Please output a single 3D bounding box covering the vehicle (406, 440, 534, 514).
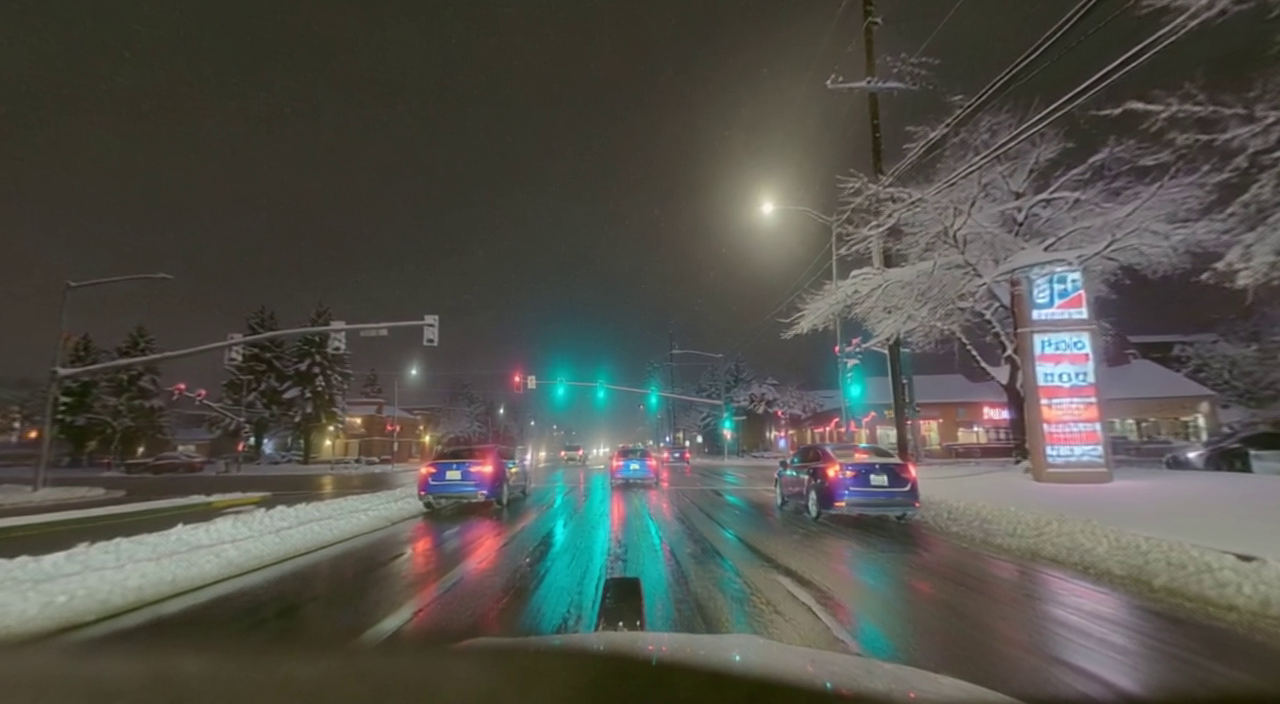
[{"bbox_3d":[-4.073,3.049,16.045,2.035,1.564,4.702,0,-8,-1],"label":"vehicle"}]

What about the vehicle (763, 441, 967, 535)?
[{"bbox_3d":[4.123,2.565,12.703,2.119,1.479,4.910,0,-8,-3],"label":"vehicle"}]

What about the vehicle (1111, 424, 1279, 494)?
[{"bbox_3d":[15.842,2.806,16.796,4.941,1.697,2.128,0,-8,-3],"label":"vehicle"}]

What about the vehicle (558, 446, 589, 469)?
[{"bbox_3d":[-5.017,8.025,48.240,1.932,1.606,4.157,0,-8,-1],"label":"vehicle"}]

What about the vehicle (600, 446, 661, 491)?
[{"bbox_3d":[-0.379,4.293,23.682,2.072,1.473,4.139,0,-8,-2],"label":"vehicle"}]

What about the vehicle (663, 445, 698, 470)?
[{"bbox_3d":[2.777,7.371,44.262,1.986,1.660,4.006,0,-8,-3],"label":"vehicle"}]

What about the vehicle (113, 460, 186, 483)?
[{"bbox_3d":[-37.892,9.207,48.855,3.931,1.653,2.134,-1,-9,6],"label":"vehicle"}]
